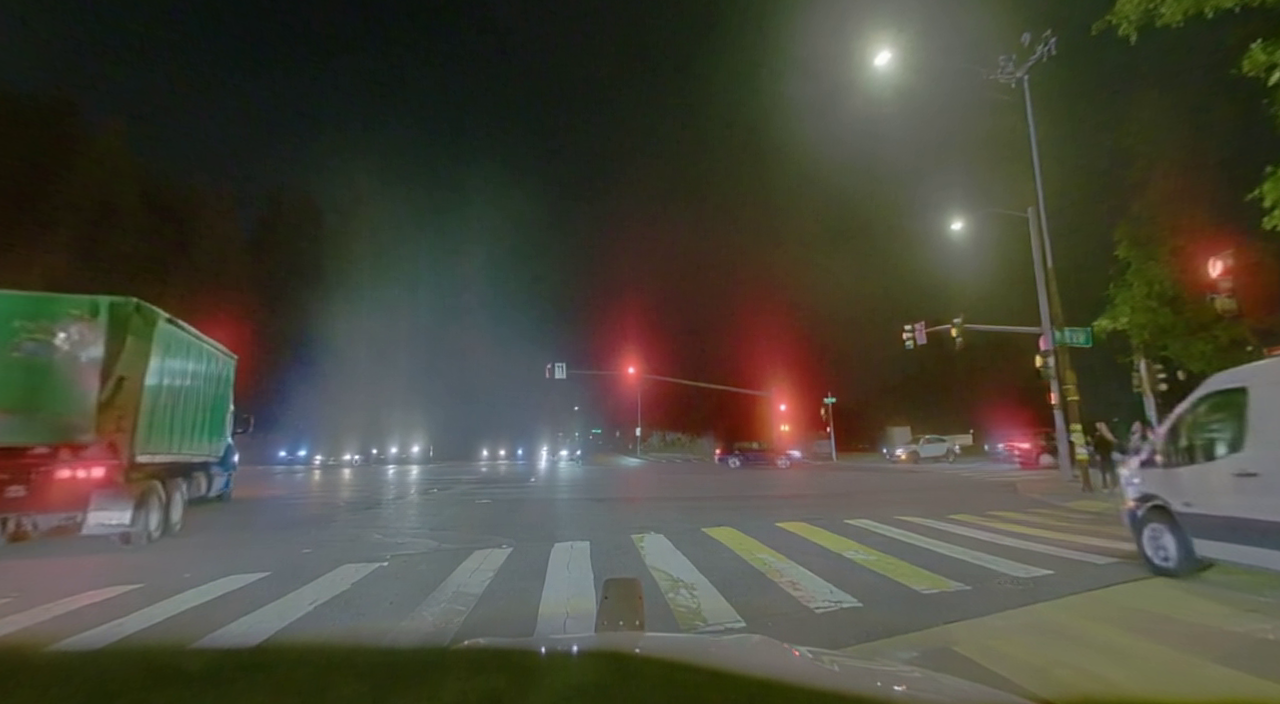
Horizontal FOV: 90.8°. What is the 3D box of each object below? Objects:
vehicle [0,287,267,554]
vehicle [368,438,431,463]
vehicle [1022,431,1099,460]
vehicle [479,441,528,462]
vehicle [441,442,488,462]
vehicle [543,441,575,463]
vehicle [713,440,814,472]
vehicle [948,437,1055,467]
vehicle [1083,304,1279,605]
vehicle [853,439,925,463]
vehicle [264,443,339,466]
[{"bbox_3d":[-8.972,1.216,10.853,3.112,3.230,6.726,3,-8,-20],"label":"vehicle"},{"bbox_3d":[-17.399,7.153,45.984,2.189,1.753,4.785,-1,-9,8],"label":"vehicle"},{"bbox_3d":[28.290,6.290,42.490,4.662,1.840,2.055,4,-10,-26],"label":"vehicle"},{"bbox_3d":[-10.160,7.465,47.382,2.097,1.484,4.596,-1,-9,8],"label":"vehicle"},{"bbox_3d":[-13.199,7.592,47.843,1.845,1.426,4.289,-1,-9,8],"label":"vehicle"},{"bbox_3d":[-5.662,7.001,44.301,2.086,1.487,4.846,1,-9,-7],"label":"vehicle"},{"bbox_3d":[5.970,4.998,30.518,4.487,1.415,1.911,-3,-9,20],"label":"vehicle"},{"bbox_3d":[19.067,5.254,33.341,4.911,1.504,2.109,3,-9,-20],"label":"vehicle"},{"bbox_3d":[6.586,0.784,4.828,2.332,2.511,5.326,0,-9,-2],"label":"vehicle"},{"bbox_3d":[17.244,6.838,43.733,4.524,1.560,2.052,4,-10,-28],"label":"vehicle"},{"bbox_3d":[-21.843,6.639,40.973,1.859,1.415,4.591,-1,-9,8],"label":"vehicle"}]
